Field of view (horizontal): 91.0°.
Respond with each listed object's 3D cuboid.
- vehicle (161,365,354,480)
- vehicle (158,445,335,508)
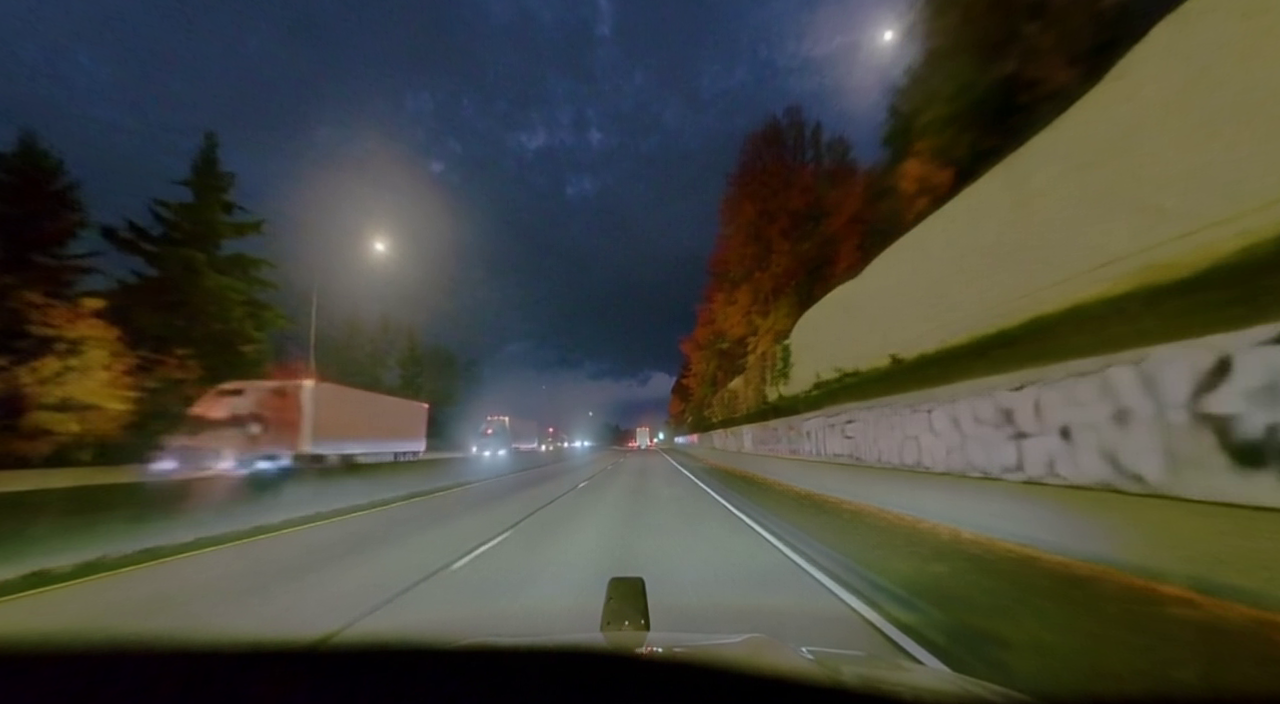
[{"bbox_3d":[-15.053,2.986,25.688,3.079,4.002,7.219,1,-8,1],"label":"vehicle"},{"bbox_3d":[-10.505,3.305,17.306,1.897,1.452,4.508,0,-8,1],"label":"vehicle"}]
